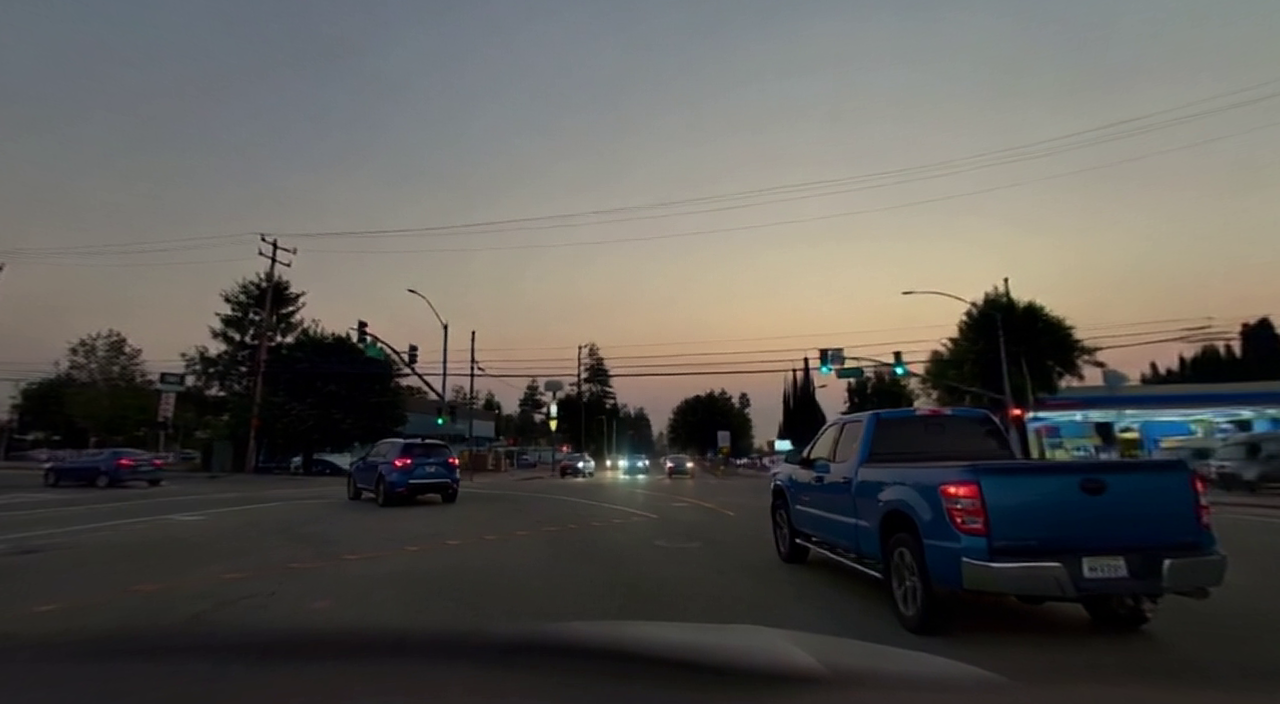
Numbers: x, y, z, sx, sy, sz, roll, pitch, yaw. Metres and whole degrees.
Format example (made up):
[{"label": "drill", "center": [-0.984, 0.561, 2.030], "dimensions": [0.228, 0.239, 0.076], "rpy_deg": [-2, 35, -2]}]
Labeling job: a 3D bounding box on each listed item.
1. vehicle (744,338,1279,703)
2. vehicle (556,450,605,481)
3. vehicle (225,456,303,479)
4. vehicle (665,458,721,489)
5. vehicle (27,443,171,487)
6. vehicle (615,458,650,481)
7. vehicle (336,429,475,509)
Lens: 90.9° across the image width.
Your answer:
[{"label": "vehicle", "center": [2.586, 1.249, 5.569], "dimensions": [2.036, 1.818, 5.192], "rpy_deg": [1, -9, -5]}, {"label": "vehicle", "center": [-3.936, 7.621, 42.574], "dimensions": [2.303, 1.895, 5.301], "rpy_deg": [-1, -9, 5]}, {"label": "vehicle", "center": [-27.028, 8.291, 45.530], "dimensions": [1.913, 1.480, 4.661], "rpy_deg": [-3, -10, 18]}, {"label": "vehicle", "center": [2.373, 5.603, 29.362], "dimensions": [1.898, 1.281, 4.013], "rpy_deg": [1, -9, -6]}, {"label": "vehicle", "center": [-22.285, 4.655, 26.050], "dimensions": [4.498, 1.725, 1.921], "rpy_deg": [-2, -9, 10]}, {"label": "vehicle", "center": [-0.450, 8.004, 43.273], "dimensions": [1.856, 1.448, 4.455], "rpy_deg": [-1, -9, 7]}, {"label": "vehicle", "center": [-6.532, 3.129, 17.214], "dimensions": [2.141, 1.842, 4.889], "rpy_deg": [6, -11, -36]}]
